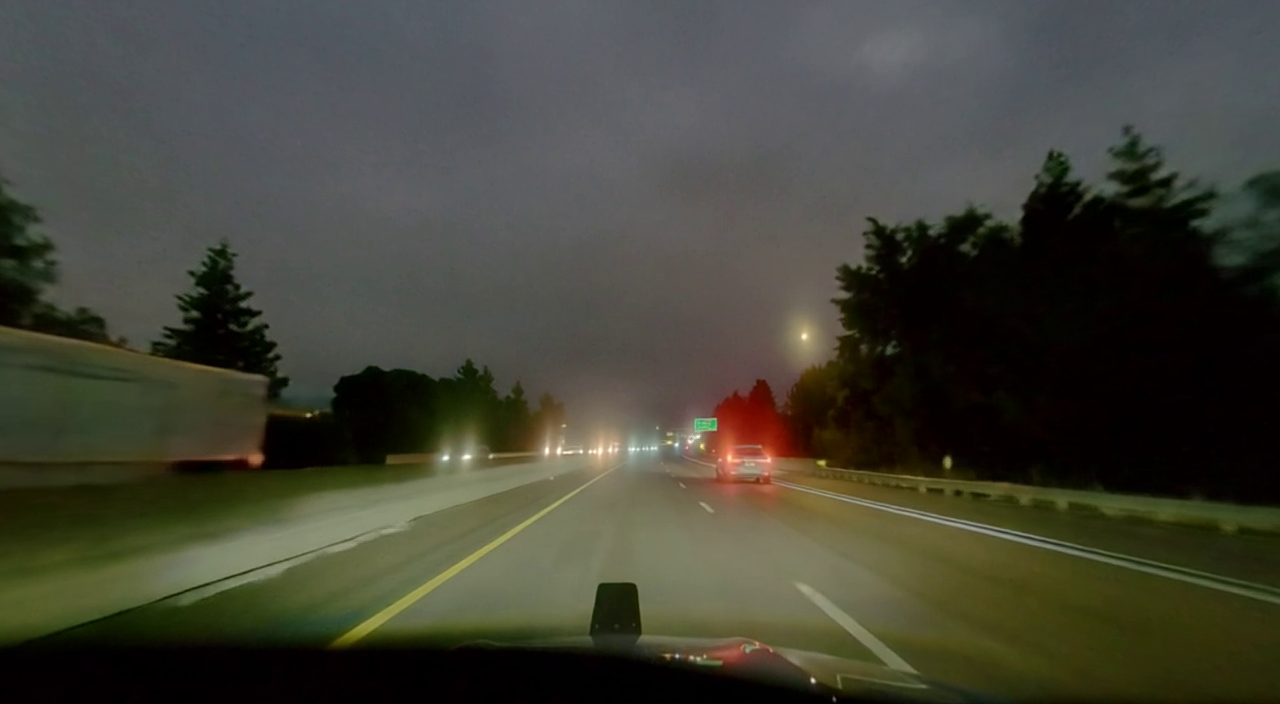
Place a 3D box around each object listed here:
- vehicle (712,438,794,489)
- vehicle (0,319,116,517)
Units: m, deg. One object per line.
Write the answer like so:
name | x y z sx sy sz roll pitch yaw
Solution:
vehicle | 4.002 4.050 23.090 2.089 1.660 4.729 0 -9 -1
vehicle | -13.421 0.831 9.085 3.064 3.642 9.893 0 -9 0
